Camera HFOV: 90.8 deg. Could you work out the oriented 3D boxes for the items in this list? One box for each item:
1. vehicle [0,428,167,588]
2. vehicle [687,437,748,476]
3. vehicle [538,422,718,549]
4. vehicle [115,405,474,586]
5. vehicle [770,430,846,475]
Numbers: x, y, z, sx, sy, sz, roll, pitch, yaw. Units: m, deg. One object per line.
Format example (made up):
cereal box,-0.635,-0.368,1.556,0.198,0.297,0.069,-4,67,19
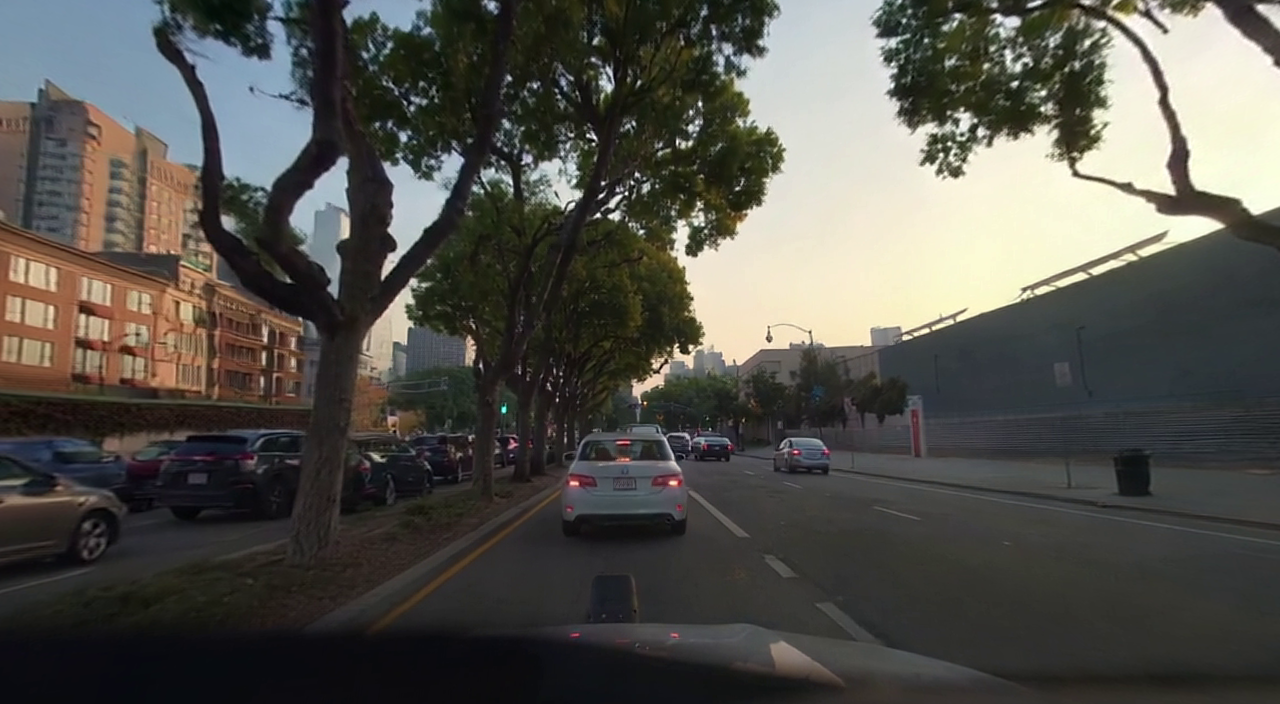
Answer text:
vehicle,-6.913,1.475,5.939,1.748,1.485,4.090,0,-9,0
vehicle,3.144,4.338,26.498,1.905,1.473,4.183,0,-9,-2
vehicle,-0.177,1.916,9.741,2.161,1.501,4.184,0,-9,-1
vehicle,-3.720,1.627,7.980,2.009,1.619,4.376,0,-9,1
vehicle,6.772,4.101,25.932,1.889,1.681,4.120,0,-9,-1
